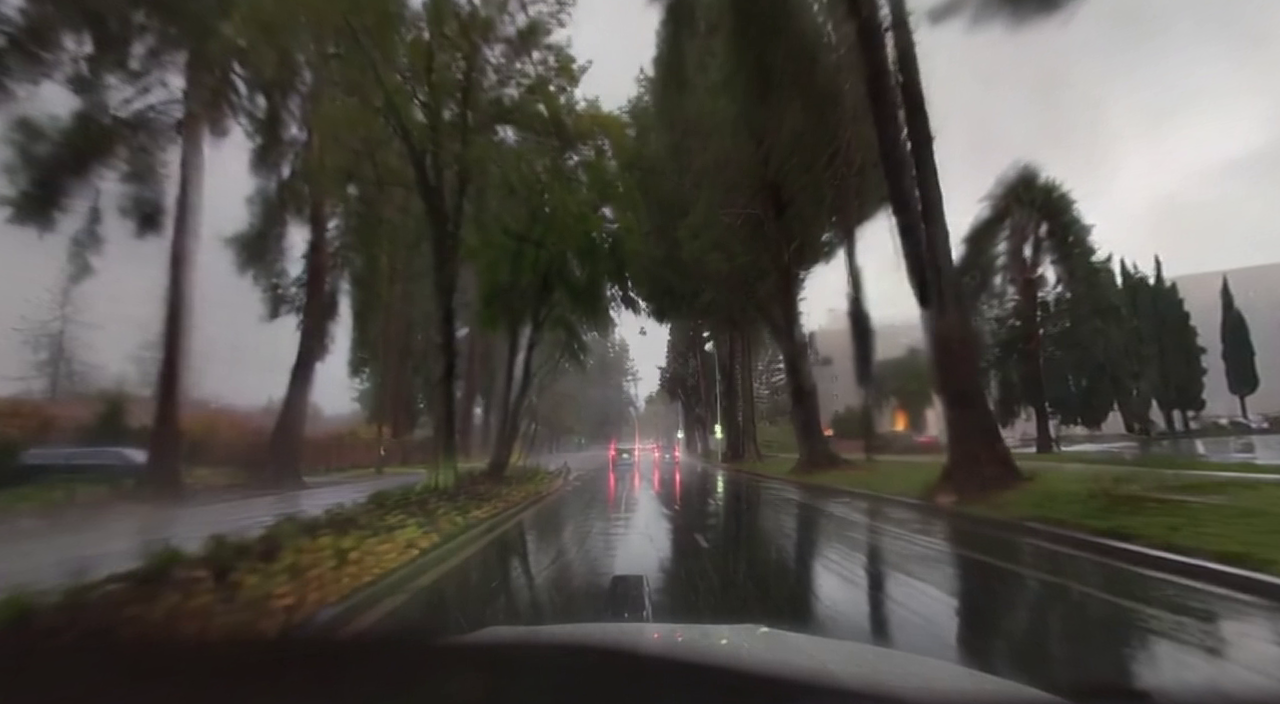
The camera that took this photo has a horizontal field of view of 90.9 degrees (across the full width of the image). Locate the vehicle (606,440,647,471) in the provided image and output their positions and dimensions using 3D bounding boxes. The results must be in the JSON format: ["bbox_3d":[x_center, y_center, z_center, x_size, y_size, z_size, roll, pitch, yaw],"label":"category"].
[{"bbox_3d":[-0.766,5.677,34.832,2.109,1.612,3.963,0,-8,-2],"label":"vehicle"}]

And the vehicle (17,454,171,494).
[{"bbox_3d":[-22.523,5.027,26.134,4.589,1.557,1.887,0,-8,0],"label":"vehicle"}]
